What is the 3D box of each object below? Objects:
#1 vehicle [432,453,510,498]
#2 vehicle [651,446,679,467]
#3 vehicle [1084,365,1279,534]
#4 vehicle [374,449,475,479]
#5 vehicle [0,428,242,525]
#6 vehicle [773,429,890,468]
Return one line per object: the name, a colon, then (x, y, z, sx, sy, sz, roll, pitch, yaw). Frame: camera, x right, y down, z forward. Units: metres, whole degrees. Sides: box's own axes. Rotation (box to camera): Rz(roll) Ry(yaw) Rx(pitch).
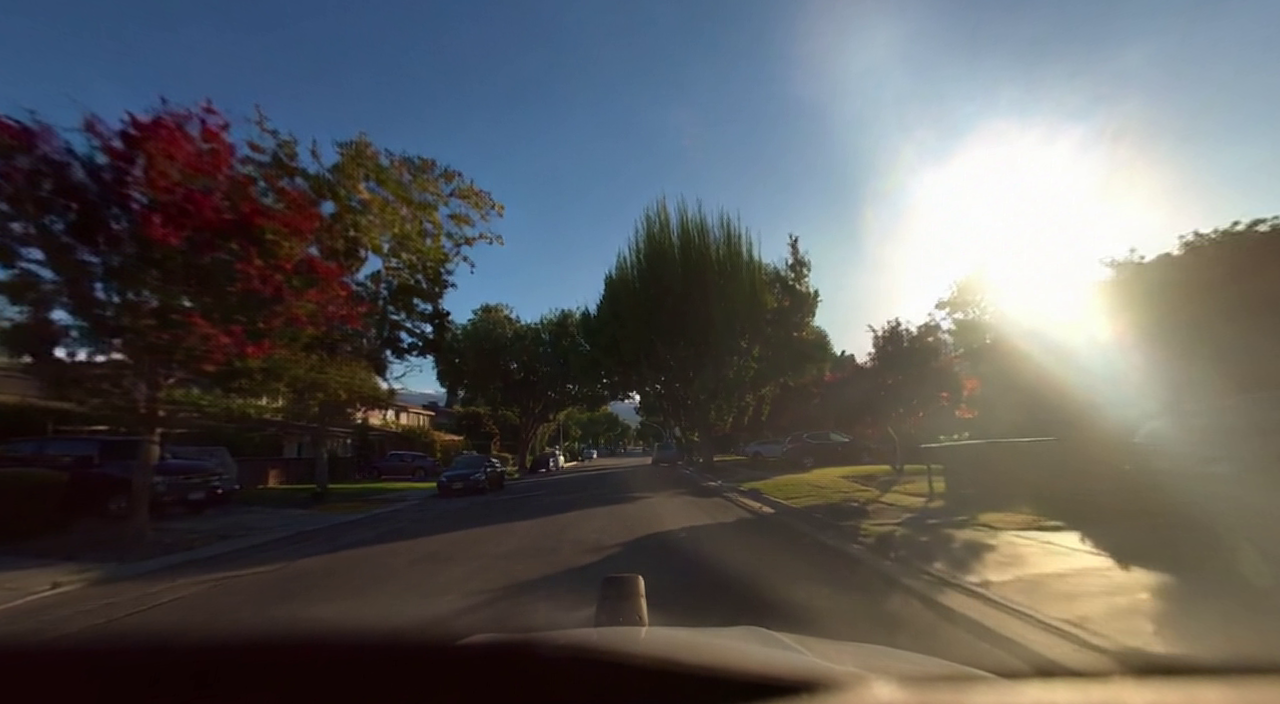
vehicle: (-6.209, 4.533, 23.596, 1.878, 1.496, 3.535, 0, -9, 0)
vehicle: (1.835, 7.827, 47.407, 2.022, 1.483, 4.565, 0, -9, 1)
vehicle: (8.190, 1.108, 7.404, 4.492, 1.691, 1.918, 0, -9, -2)
vehicle: (-12.068, 6.301, 35.593, 4.972, 1.623, 1.884, 0, -9, 1)
vehicle: (-12.295, 2.809, 14.571, 4.753, 2.028, 2.079, 0, -9, 0)
vehicle: (8.534, 4.346, 28.389, 4.599, 1.652, 1.903, 0, -9, -3)
